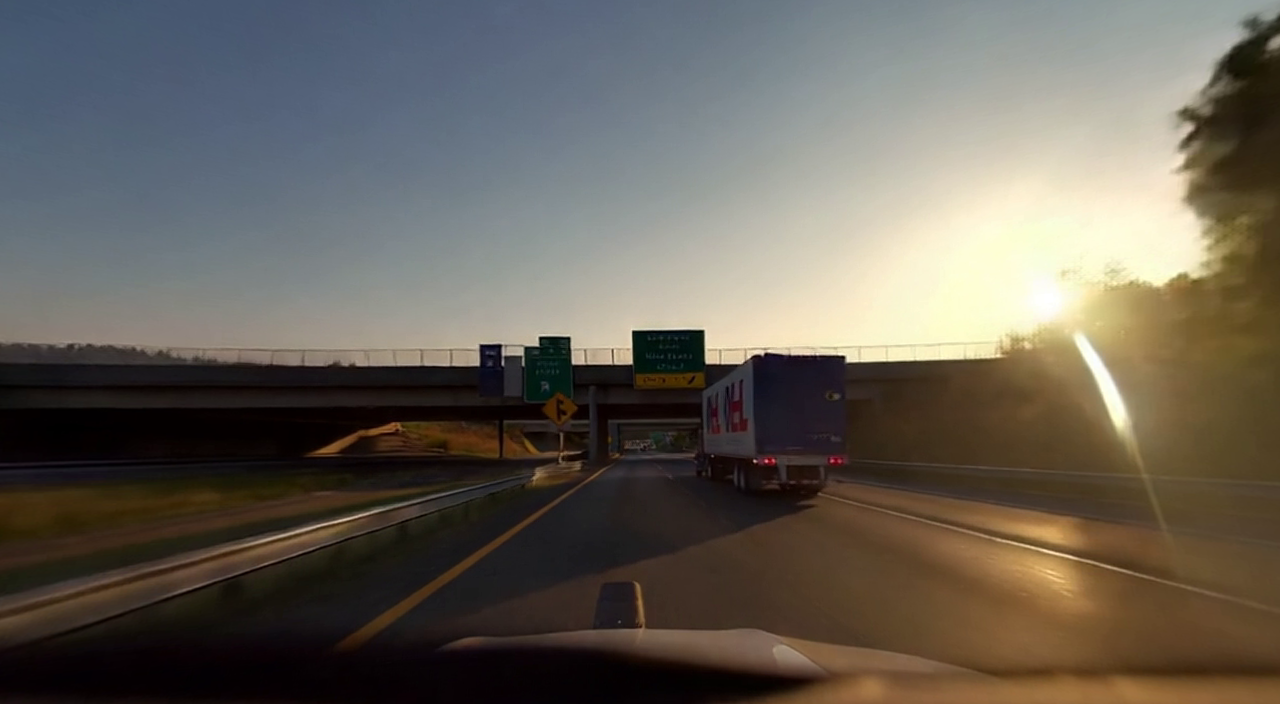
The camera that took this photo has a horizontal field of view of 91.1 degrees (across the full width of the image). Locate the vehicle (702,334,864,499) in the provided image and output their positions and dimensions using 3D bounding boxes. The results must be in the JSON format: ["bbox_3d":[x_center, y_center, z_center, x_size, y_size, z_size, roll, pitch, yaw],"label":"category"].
[{"bbox_3d":[3.921,2.187,19.648,2.879,4.075,8.126,0,-9,-2],"label":"vehicle"}]
